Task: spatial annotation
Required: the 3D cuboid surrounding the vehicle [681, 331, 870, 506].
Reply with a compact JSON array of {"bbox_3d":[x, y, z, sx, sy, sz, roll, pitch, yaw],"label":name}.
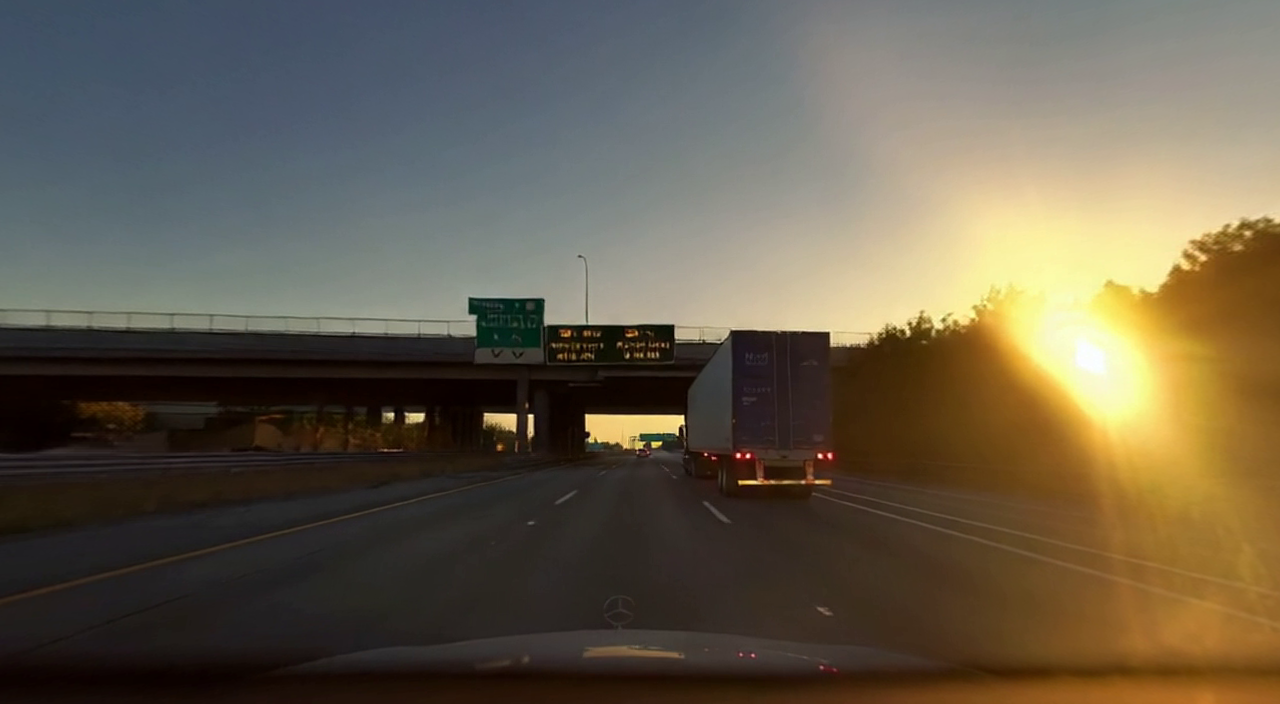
[{"bbox_3d":[3.556,2.607,21.714,3.244,4.020,14.561,0,-9,0],"label":"vehicle"}]
